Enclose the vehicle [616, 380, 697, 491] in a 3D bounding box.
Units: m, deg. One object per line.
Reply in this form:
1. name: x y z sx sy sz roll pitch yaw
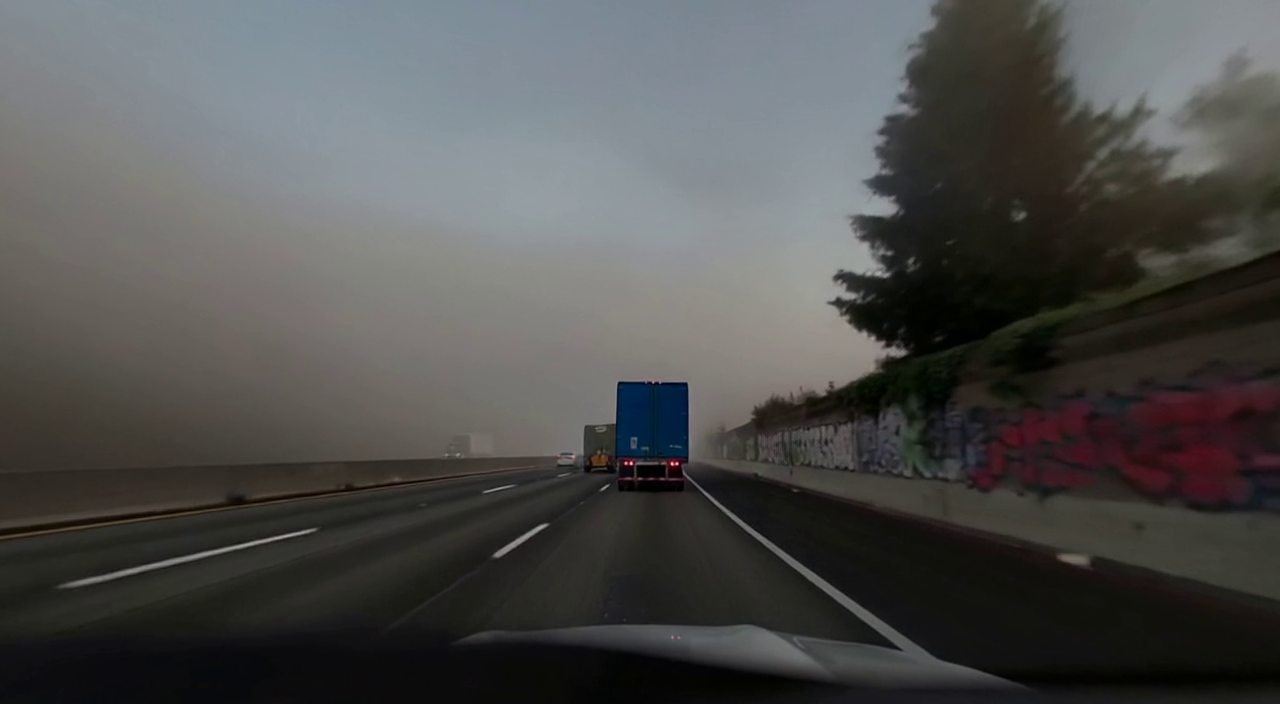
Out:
1. vehicle: 0.709 3.924 28.859 2.997 4.069 10.871 0 -9 1
